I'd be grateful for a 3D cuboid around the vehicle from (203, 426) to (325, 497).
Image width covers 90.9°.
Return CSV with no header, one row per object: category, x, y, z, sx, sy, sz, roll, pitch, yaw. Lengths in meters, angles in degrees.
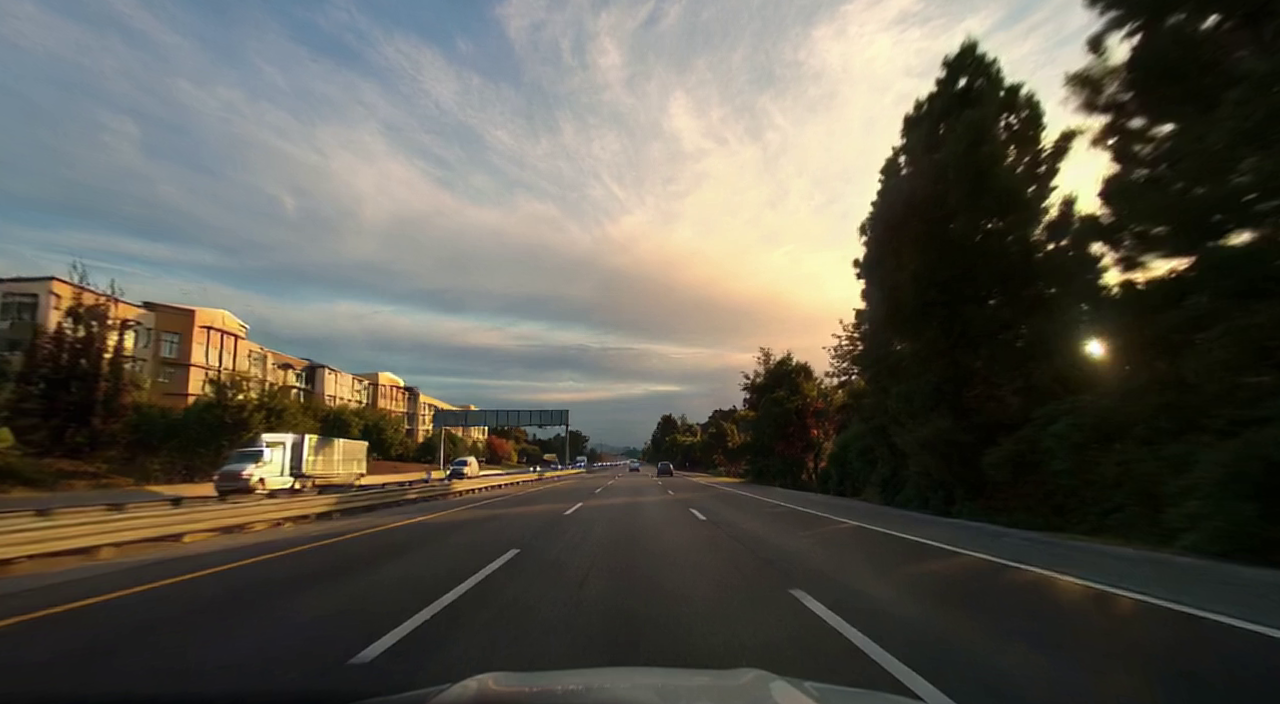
vehicle,-20.255,6.012,34.445,2.966,3.465,5.874,1,-10,-1
